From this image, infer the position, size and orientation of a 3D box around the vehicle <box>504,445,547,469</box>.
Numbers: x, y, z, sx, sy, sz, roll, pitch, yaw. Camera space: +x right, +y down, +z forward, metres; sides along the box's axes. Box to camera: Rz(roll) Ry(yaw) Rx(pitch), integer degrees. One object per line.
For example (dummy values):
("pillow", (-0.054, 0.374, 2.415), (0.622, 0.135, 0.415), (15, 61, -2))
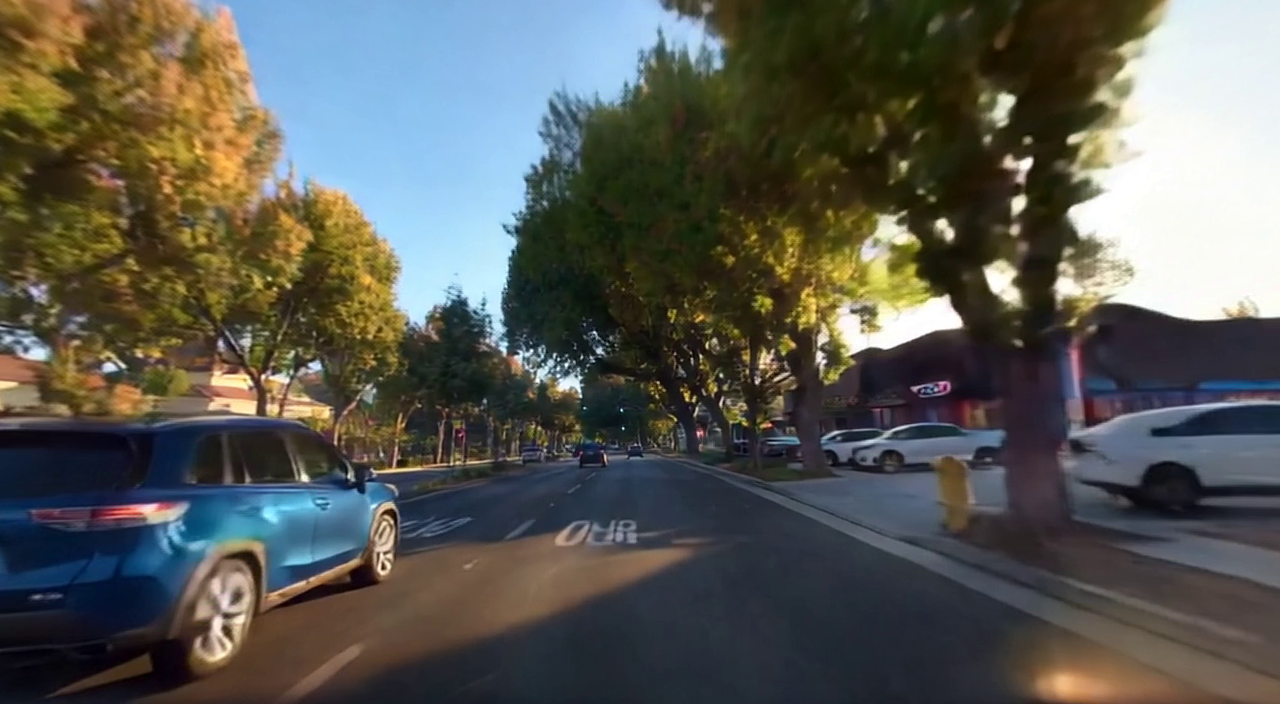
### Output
("vehicle", (-7.377, 6.795, 41.132), (1.990, 1.483, 4.410), (0, -8, 0))

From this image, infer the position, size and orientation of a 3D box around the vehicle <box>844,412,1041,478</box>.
("vehicle", (9.167, 2.854, 19.440), (4.978, 1.874, 2.079), (0, -8, -2))

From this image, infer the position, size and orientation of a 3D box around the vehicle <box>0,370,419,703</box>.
("vehicle", (-3.461, 1.200, 4.659), (2.127, 1.654, 4.121), (0, -8, 0))

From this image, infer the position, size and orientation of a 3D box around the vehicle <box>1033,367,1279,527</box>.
("vehicle", (8.683, 1.289, 8.657), (5.031, 1.951, 2.184), (-3, -9, 16))
